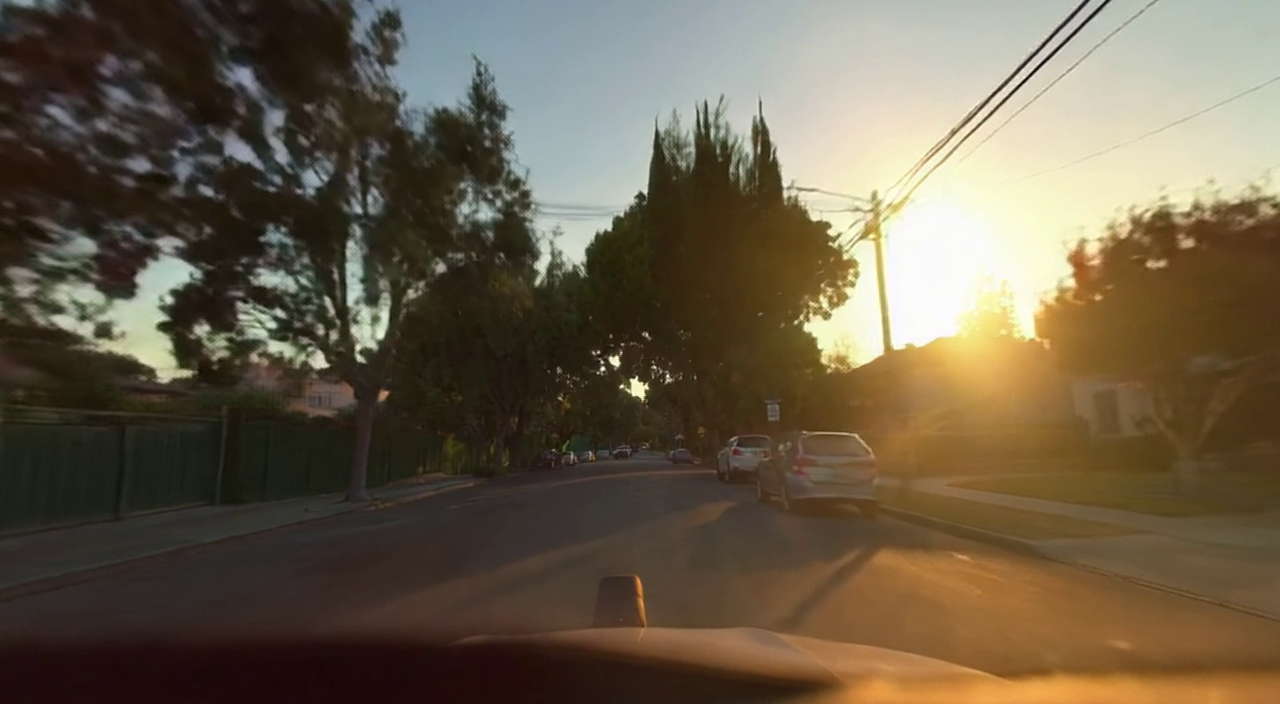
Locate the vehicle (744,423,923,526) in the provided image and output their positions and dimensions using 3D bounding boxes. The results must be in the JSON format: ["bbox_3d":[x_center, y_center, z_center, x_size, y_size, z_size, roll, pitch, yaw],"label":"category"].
[{"bbox_3d":[3.591,2.388,12.890,2.122,1.673,4.876,0,-8,0],"label":"vehicle"}]
